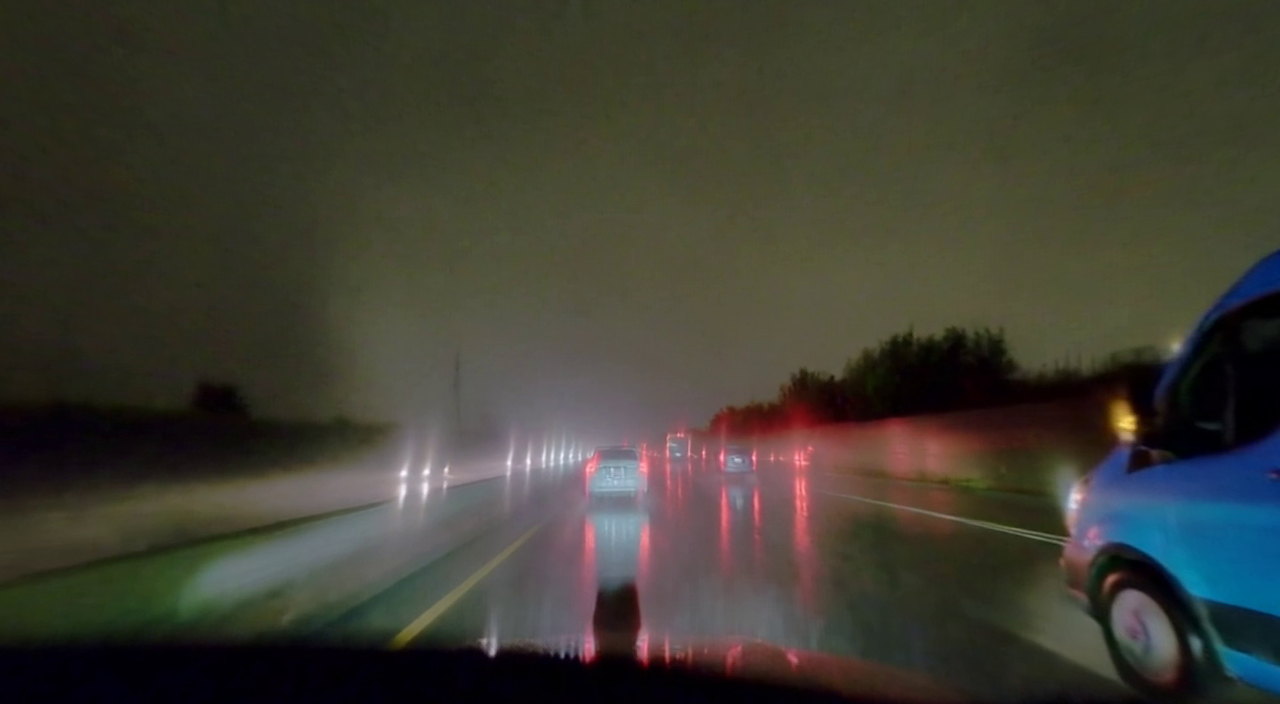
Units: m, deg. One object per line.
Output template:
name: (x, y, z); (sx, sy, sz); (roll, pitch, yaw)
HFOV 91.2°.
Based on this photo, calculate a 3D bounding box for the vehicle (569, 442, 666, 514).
vehicle: (-0.478, 2.955, 15.107); (2.029, 1.483, 3.769); (0, -9, 0)

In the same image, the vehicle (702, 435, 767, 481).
vehicle: (4.363, 4.984, 29.716); (2.261, 1.952, 4.784); (0, -9, -1)

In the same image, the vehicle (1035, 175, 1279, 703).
vehicle: (3.916, 0.247, 1.192); (2.399, 2.421, 5.829); (0, -9, -1)

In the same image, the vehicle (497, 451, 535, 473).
vehicle: (-9.063, 8.077, 46.124); (1.894, 1.505, 4.103); (0, -9, 0)

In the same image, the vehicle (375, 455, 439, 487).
vehicle: (-12.428, 6.330, 33.689); (1.823, 1.539, 4.087); (0, -9, 0)
